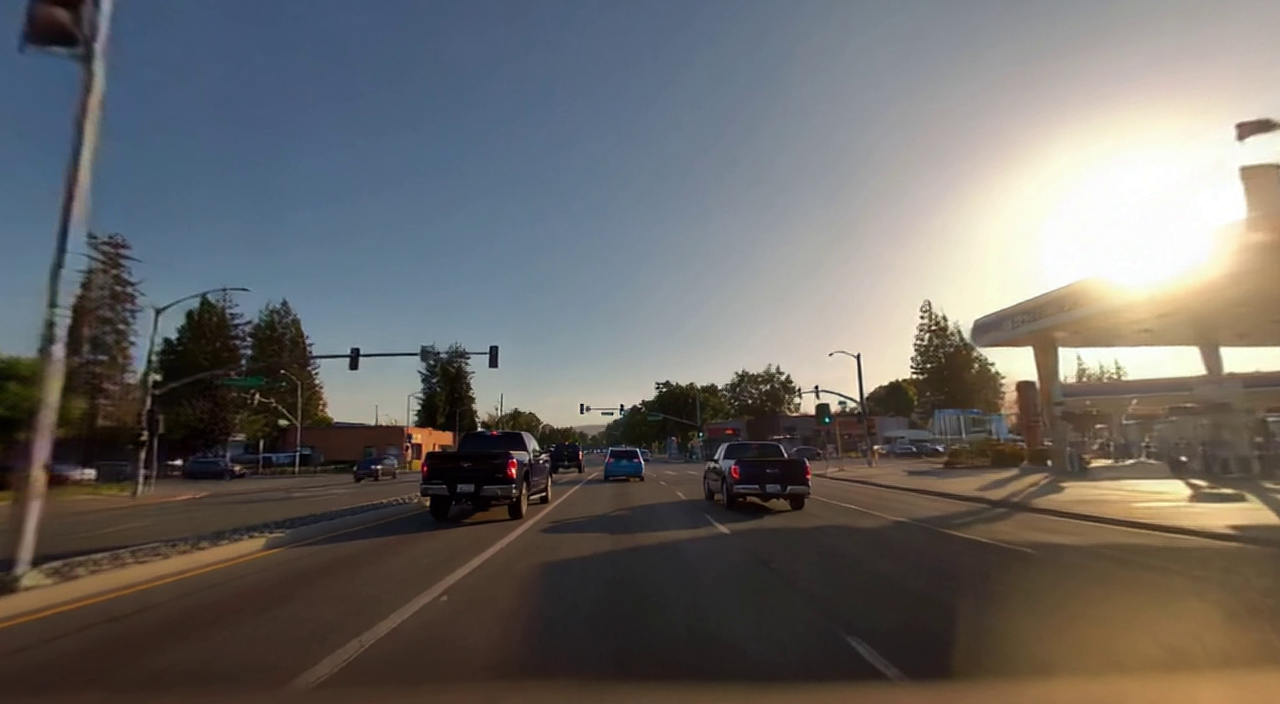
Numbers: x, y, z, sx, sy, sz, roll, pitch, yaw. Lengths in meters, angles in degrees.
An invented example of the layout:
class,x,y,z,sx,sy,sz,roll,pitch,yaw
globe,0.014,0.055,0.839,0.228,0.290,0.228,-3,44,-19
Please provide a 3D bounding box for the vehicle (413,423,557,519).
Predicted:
class,x,y,z,sx,sy,sz,roll,pitch,yaw
vehicle,-3.493,2.810,15.576,2.195,1.905,5.634,0,-9,-1

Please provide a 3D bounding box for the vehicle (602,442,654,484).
class,x,y,z,sx,sy,sz,roll,pitch,yaw
vehicle,-0.532,4.612,26.479,2.029,1.605,3.827,0,-9,-2

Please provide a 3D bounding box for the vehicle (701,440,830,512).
class,x,y,z,sx,sy,sz,roll,pitch,yaw
vehicle,2.838,2.932,15.457,2.061,1.487,4.462,0,-9,-3

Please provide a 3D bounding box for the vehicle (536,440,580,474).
class,x,y,z,sx,sy,sz,roll,pitch,yaw
vehicle,-5.298,6.657,40.255,2.321,2.026,5.307,2,-9,-12
